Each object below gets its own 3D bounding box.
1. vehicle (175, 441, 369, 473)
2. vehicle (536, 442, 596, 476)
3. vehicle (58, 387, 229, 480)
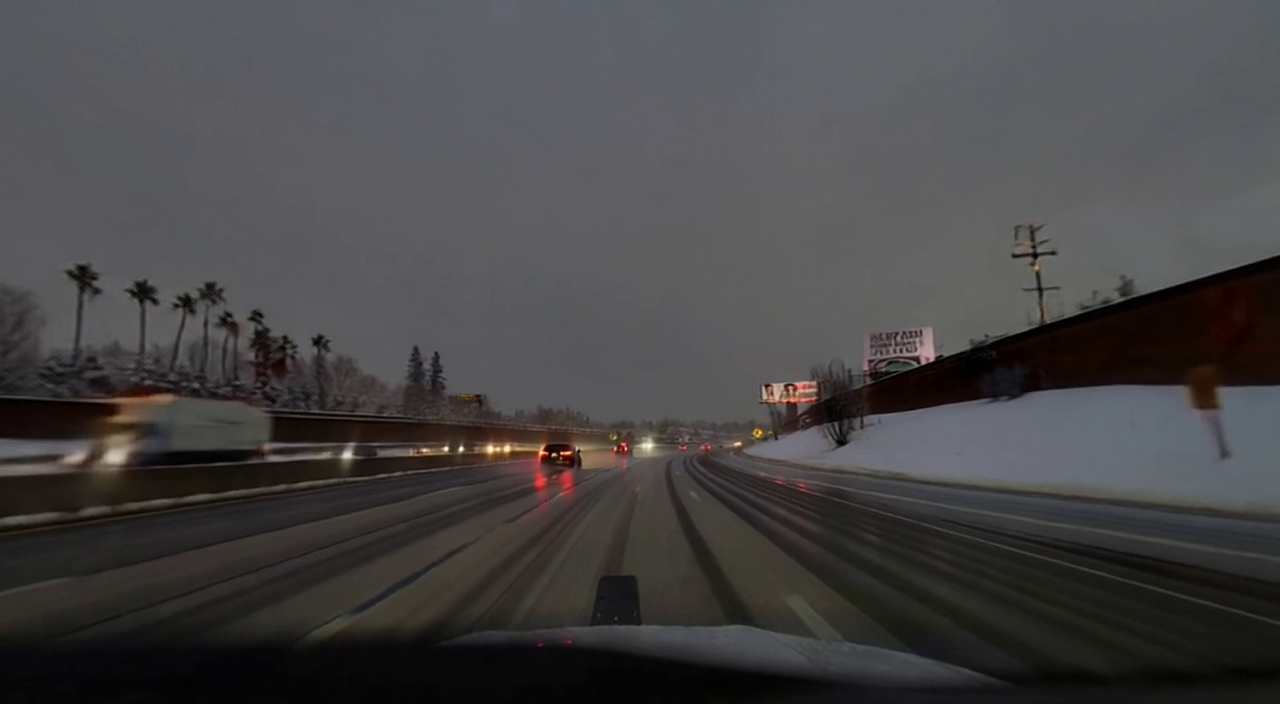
[{"bbox_3d":[-21.664,6.376,39.170,2.748,1.569,15.088,0,-8,2],"label":"vehicle"},{"bbox_3d":[-3.393,5.017,29.967,2.078,1.457,4.648,-1,-8,3],"label":"vehicle"},{"bbox_3d":[-22.029,3.725,28.525,3.019,3.782,5.349,-1,-8,3],"label":"vehicle"}]
